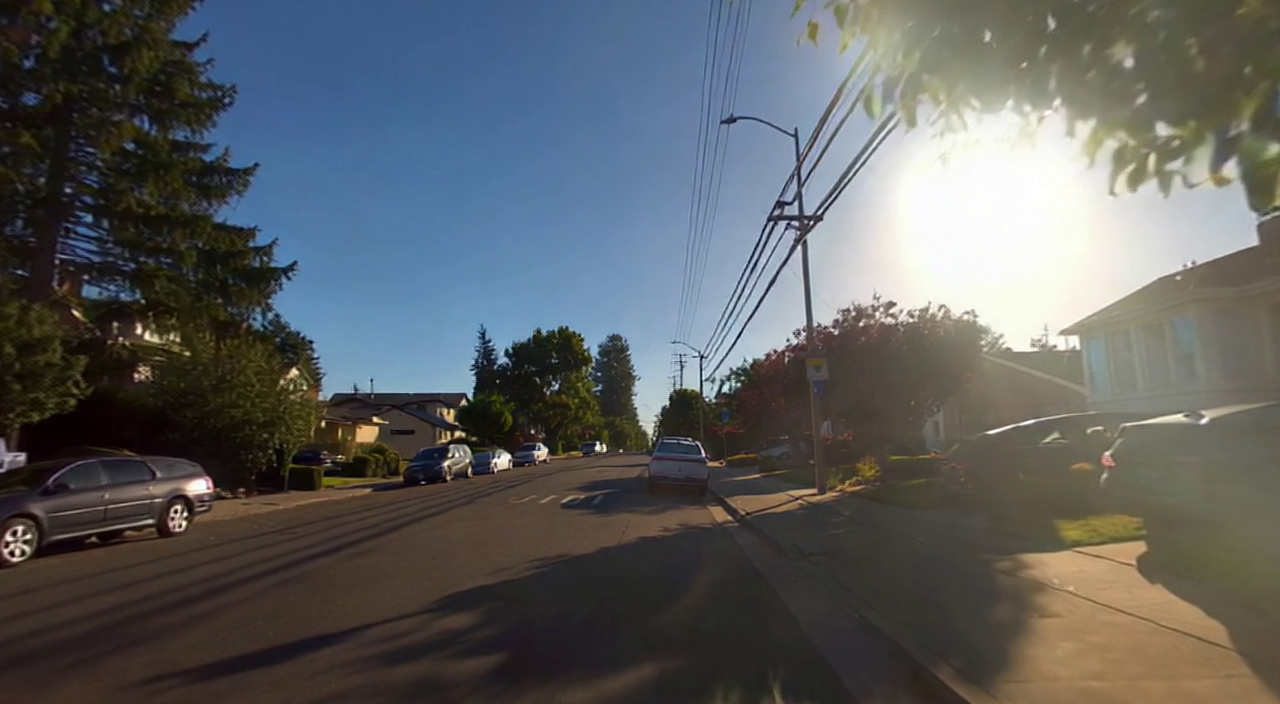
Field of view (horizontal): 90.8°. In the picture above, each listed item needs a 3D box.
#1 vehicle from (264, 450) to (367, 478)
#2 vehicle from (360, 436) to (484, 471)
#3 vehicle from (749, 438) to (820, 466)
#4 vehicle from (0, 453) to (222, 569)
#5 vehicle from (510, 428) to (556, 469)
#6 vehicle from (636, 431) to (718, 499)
[{"bbox_3d":[-17.201,5.963,33.651,4.481,1.420,1.712,0,-9,-2],"label":"vehicle"},{"bbox_3d":[-12.857,6.052,37.656,6.488,2.009,2.354,0,-9,2],"label":"vehicle"},{"bbox_3d":[9.025,6.268,39.690,4.075,1.674,1.811,0,-8,3],"label":"vehicle"},{"bbox_3d":[-9.158,2.330,9.877,1.968,1.449,4.502,-1,-8,3],"label":"vehicle"},{"bbox_3d":[-8.043,7.304,48.013,2.199,2.902,5.848,0,-8,3],"label":"vehicle"},{"bbox_3d":[0.971,2.898,16.521,1.908,1.572,3.105,-1,-8,4],"label":"vehicle"}]
